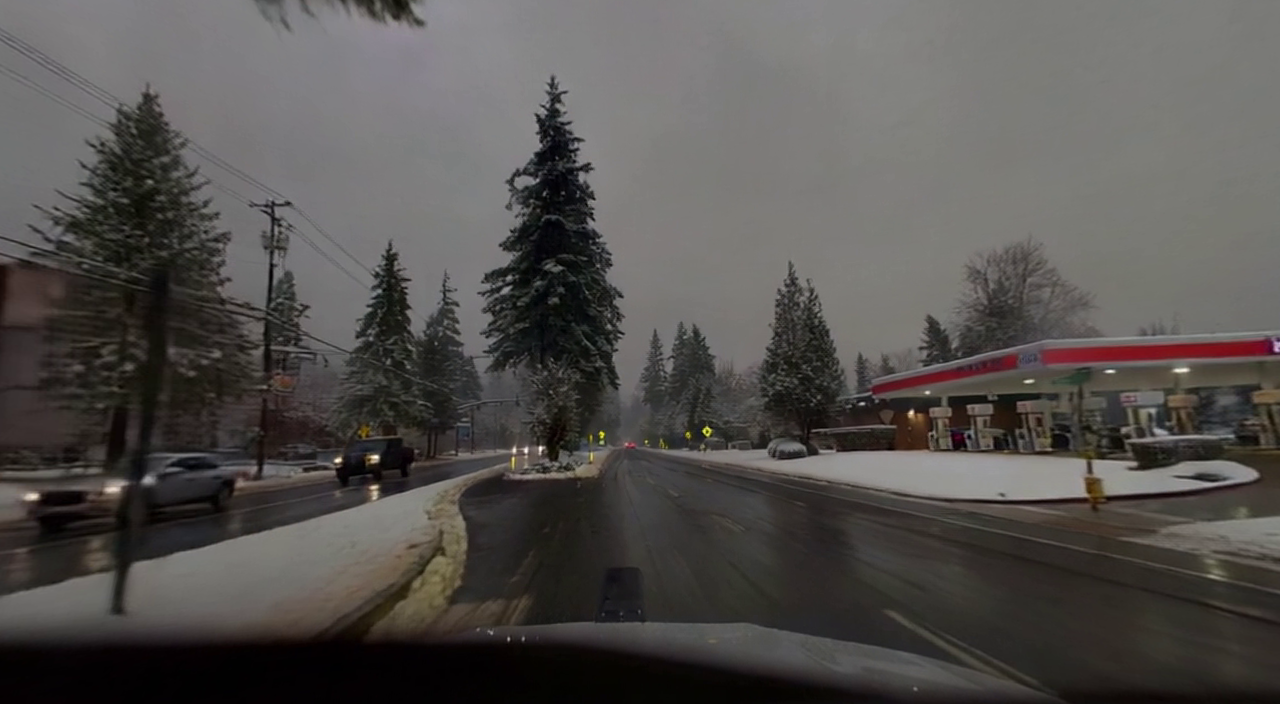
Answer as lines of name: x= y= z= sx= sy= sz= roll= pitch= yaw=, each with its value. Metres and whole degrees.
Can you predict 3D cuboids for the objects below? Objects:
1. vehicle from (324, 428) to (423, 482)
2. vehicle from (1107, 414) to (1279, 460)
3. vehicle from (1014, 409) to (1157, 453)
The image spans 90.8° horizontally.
vehicle: x=-11.840 y=4.625 z=28.633 sx=2.131 sy=2.148 sz=5.709 roll=0 pitch=-8 yaw=-2
vehicle: x=18.872 y=2.858 z=21.211 sx=4.800 sy=1.459 sz=2.051 roll=0 pitch=-8 yaw=-4
vehicle: x=18.284 y=3.256 z=26.074 sx=4.422 sy=1.586 sz=1.990 roll=-1 pitch=-7 yaw=-3
